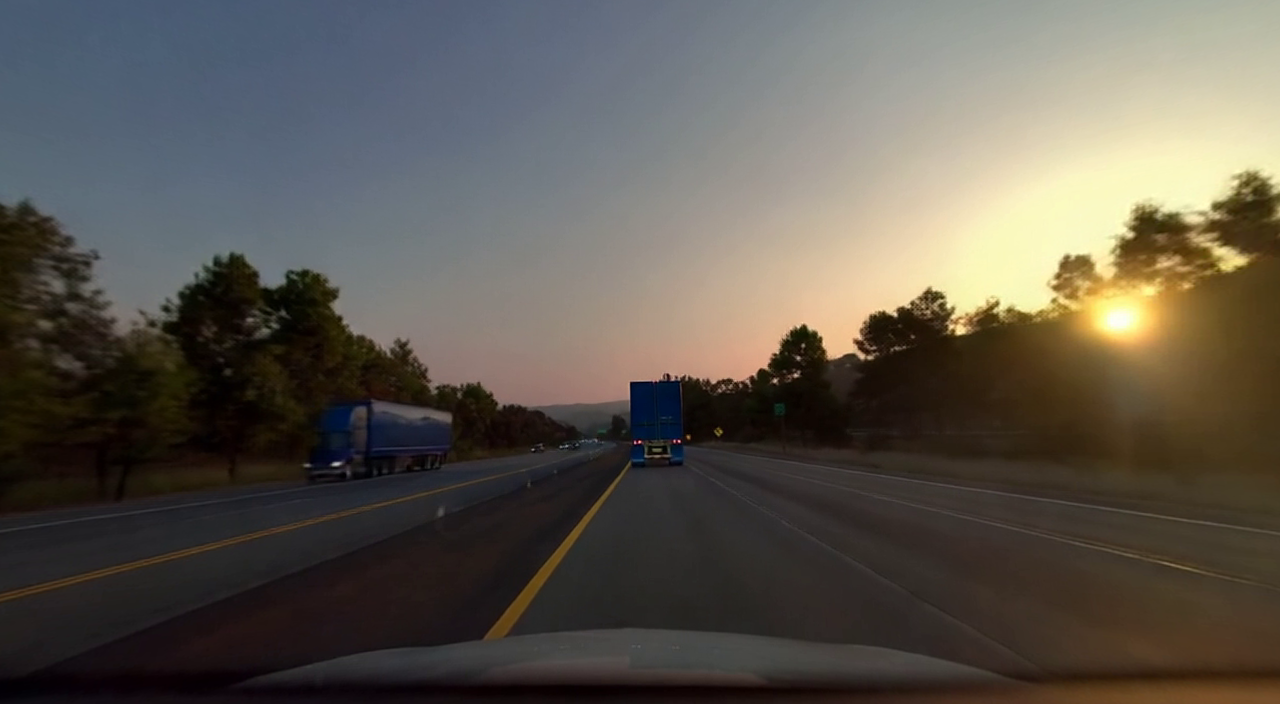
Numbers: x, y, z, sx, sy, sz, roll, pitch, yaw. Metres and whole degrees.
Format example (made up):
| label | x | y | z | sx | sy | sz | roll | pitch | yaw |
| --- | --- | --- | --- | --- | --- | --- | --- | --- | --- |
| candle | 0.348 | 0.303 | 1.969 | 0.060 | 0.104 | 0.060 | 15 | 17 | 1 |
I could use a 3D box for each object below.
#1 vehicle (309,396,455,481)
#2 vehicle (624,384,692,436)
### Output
| label | x | y | z | sx | sy | sz | roll | pitch | yaw |
| --- | --- | --- | --- | --- | --- | --- | --- | --- | --- |
| vehicle | -14.702 | 5.249 | 37.817 | 2.723 | 4.121 | 14.048 | 0 | -8 | 0 |
| vehicle | 0.599 | 2.462 | 25.707 | 2.509 | 1.890 | 4.732 | 0 | -8 | -1 |
